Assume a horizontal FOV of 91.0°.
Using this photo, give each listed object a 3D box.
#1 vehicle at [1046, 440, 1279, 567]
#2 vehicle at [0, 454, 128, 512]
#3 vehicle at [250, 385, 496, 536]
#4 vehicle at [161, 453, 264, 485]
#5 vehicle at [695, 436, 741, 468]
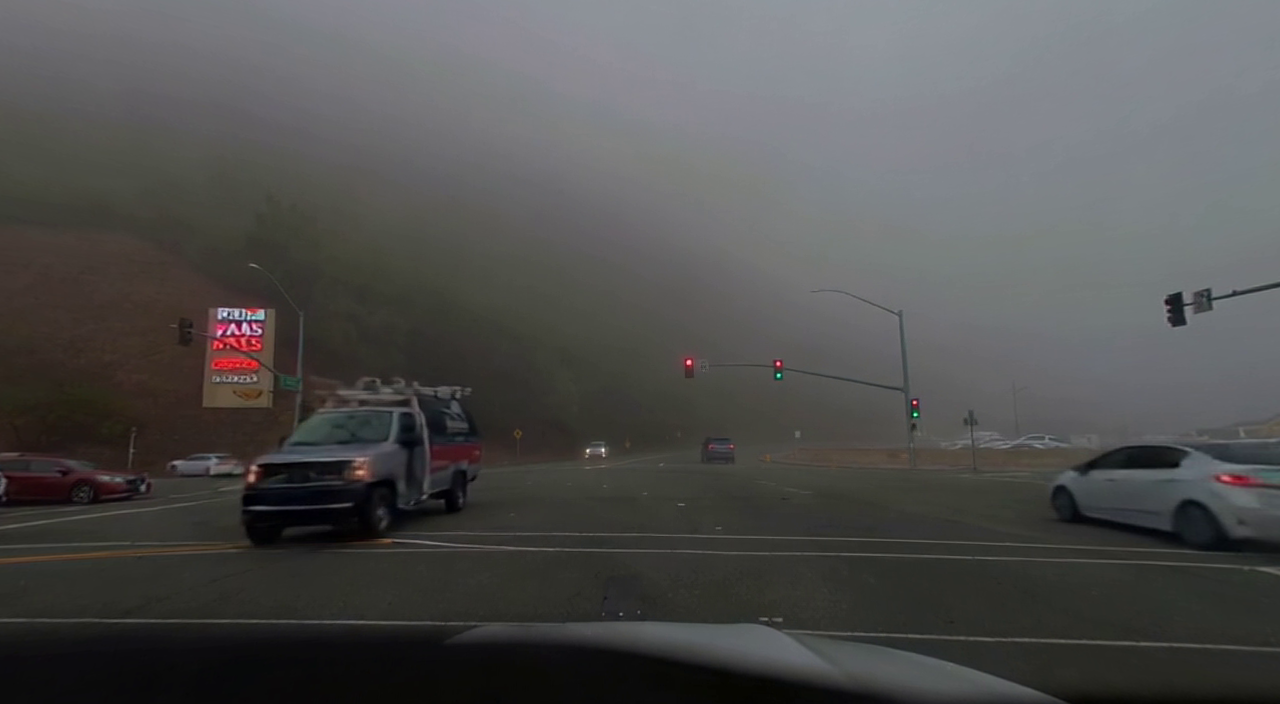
[{"bbox_3d":[9.957,2.540,11.400,2.273,1.839,4.218,0,-8,-1],"label":"vehicle"},{"bbox_3d":[-19.792,4.212,20.490,4.440,1.748,2.033,0,-9,1],"label":"vehicle"},{"bbox_3d":[-4.834,2.119,12.811,2.318,2.325,5.910,0,-8,1],"label":"vehicle"},{"bbox_3d":[-24.613,6.705,36.367,4.336,1.706,2.069,2,-9,-11],"label":"vehicle"},{"bbox_3d":[5.605,7.242,45.816,2.388,2.201,5.139,1,-9,-3],"label":"vehicle"}]
